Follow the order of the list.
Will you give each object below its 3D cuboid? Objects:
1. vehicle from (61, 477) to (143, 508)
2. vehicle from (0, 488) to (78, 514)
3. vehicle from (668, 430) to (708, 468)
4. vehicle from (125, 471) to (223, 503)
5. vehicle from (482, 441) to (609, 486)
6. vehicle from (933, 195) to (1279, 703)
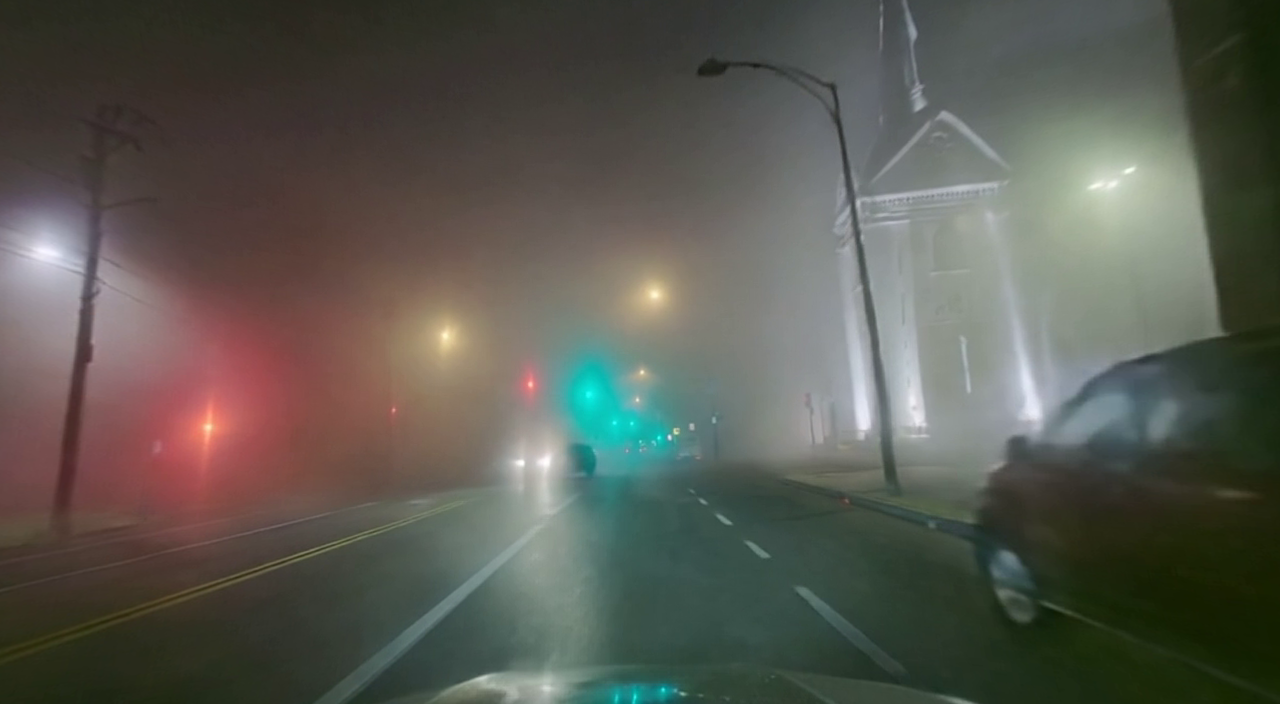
[{"bbox_3d":[-33.481,8.732,39.362,3.529,1.661,1.695,-1,-6,0],"label":"vehicle"},{"bbox_3d":[-37.944,9.195,39.068,4.533,1.449,1.771,0,-8,-2],"label":"vehicle"},{"bbox_3d":[2.714,5.612,36.873,2.074,2.041,5.045,0,-8,1],"label":"vehicle"},{"bbox_3d":[-28.907,8.378,39.304,4.439,1.661,2.071,-1,-8,-2],"label":"vehicle"},{"bbox_3d":[-3.391,4.091,23.549,1.881,1.476,4.620,-7,-11,38],"label":"vehicle"},{"bbox_3d":[3.318,0.450,1.836,2.269,2.046,5.649,0,-8,1],"label":"vehicle"}]
